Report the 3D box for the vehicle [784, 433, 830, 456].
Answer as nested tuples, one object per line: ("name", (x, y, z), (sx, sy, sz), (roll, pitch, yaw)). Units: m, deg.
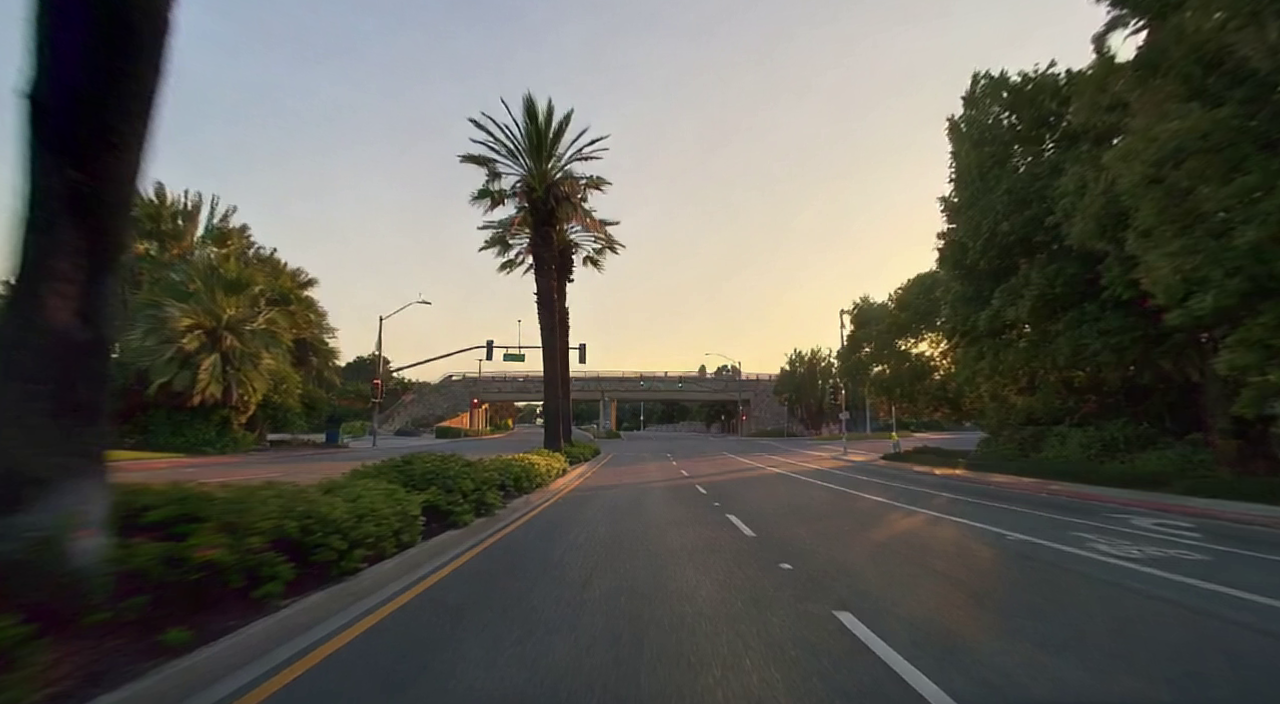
("vehicle", (11.527, 6.336, 43.177), (1.982, 1.436, 4.556), (-4, -10, 28))
